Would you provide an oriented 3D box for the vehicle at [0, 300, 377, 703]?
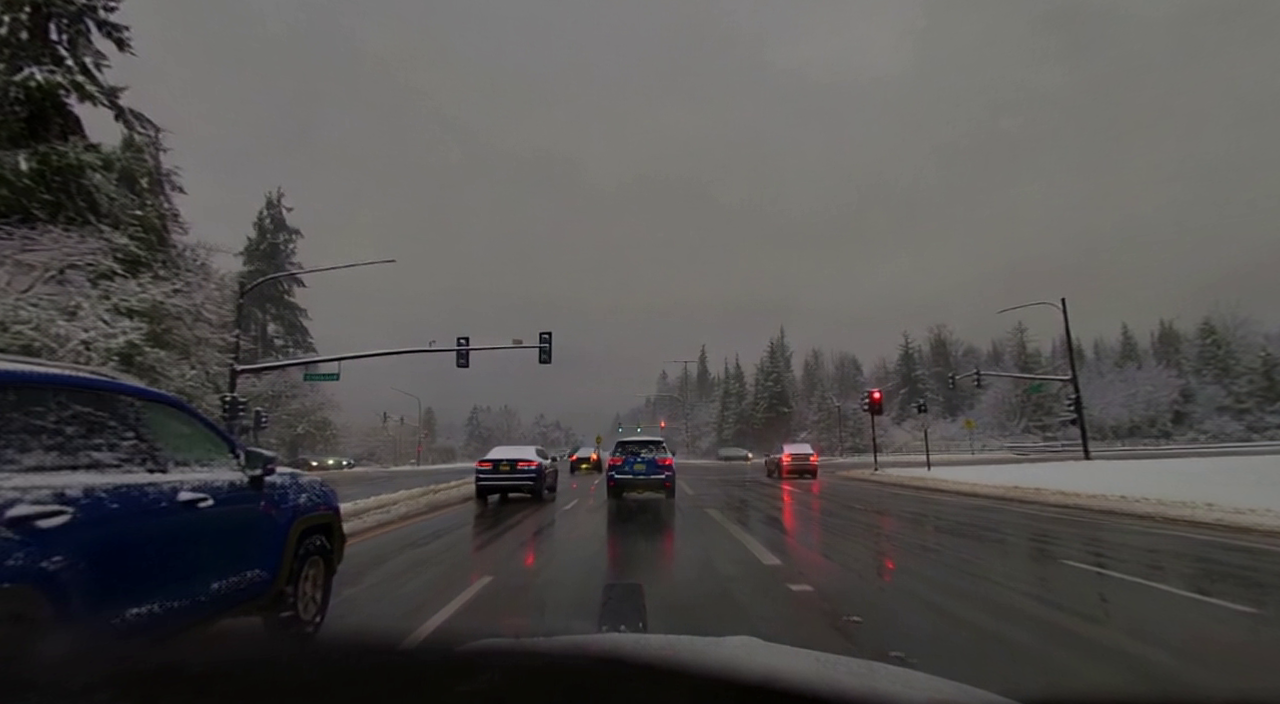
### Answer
[{"bbox_3d":[-3.512,0.843,2.930,2.320,1.863,5.148,0,-8,0],"label":"vehicle"}]

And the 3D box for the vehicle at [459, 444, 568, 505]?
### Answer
[{"bbox_3d":[-3.437,3.420,18.234,2.061,1.504,5.142,0,-8,0],"label":"vehicle"}]

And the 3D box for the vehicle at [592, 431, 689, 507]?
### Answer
[{"bbox_3d":[0.023,3.096,17.160,2.298,1.770,4.138,0,-8,0],"label":"vehicle"}]

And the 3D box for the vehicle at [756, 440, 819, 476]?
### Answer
[{"bbox_3d":[7.941,5.741,34.444,2.166,1.761,4.692,0,-8,-1],"label":"vehicle"}]
